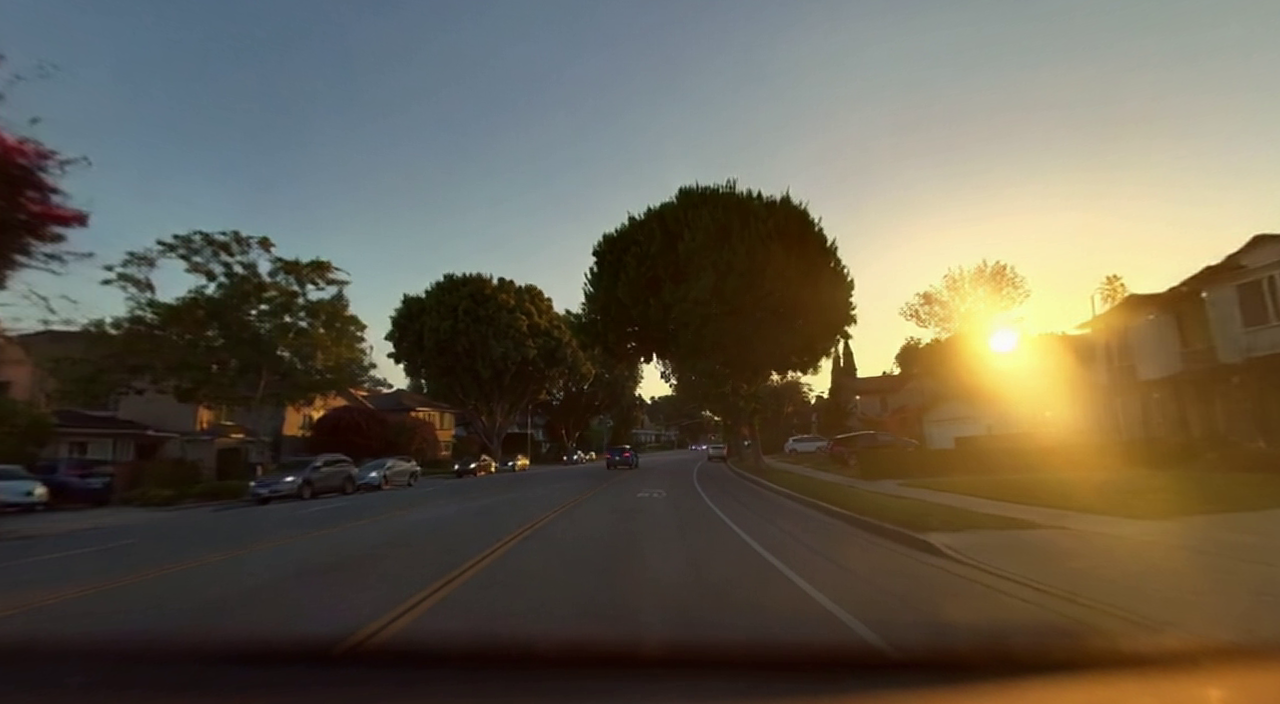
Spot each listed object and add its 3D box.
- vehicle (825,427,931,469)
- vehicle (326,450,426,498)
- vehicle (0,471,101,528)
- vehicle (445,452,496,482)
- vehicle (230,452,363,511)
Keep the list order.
[{"bbox_3d":[11.694,4.762,31.299,4.383,1.602,1.920,-5,-9,2],"label":"vehicle"},{"bbox_3d":[-13.189,6.096,32.075,2.114,1.931,5.936,-7,-9,4],"label":"vehicle"},{"bbox_3d":[-18.416,4.246,18.245,1.872,1.396,4.150,-1,-8,3],"label":"vehicle"},{"bbox_3d":[-12.024,8.163,45.094,2.009,1.789,4.449,-5,-9,6],"label":"vehicle"},{"bbox_3d":[-13.637,5.100,25.577,2.157,1.882,5.479,-5,-9,3],"label":"vehicle"}]
